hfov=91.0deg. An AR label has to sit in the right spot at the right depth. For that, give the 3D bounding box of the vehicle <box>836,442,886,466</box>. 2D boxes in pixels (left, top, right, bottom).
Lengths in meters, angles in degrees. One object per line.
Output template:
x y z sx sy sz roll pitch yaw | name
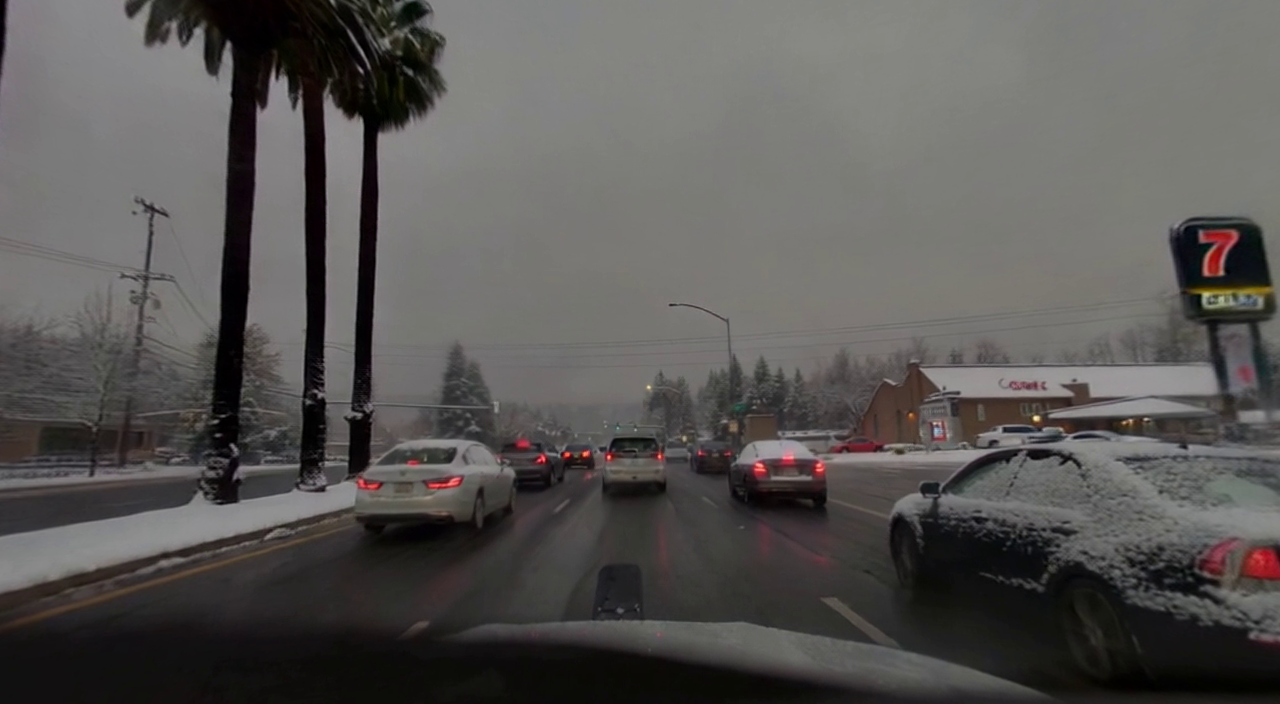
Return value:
13.741 6.365 39.338 1.833 1.392 3.588 0 -8 0 | vehicle

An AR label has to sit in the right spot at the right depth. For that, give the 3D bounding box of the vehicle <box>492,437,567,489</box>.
-3.845 3.938 22.710 1.932 1.695 4.235 0 -8 0 | vehicle

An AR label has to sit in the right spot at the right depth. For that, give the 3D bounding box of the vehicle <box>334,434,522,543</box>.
-3.347 2.209 10.898 1.864 1.505 4.202 0 -8 -1 | vehicle

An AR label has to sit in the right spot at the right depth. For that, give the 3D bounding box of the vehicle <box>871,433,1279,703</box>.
3.599 1.402 4.901 1.867 1.448 4.436 0 -8 -1 | vehicle

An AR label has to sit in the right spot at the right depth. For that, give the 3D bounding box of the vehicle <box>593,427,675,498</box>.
-0.156 3.246 18.834 2.164 1.867 4.254 0 -8 0 | vehicle

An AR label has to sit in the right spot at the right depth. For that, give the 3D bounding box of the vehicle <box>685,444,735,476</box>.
3.374 5.307 31.150 1.880 1.476 3.932 0 -8 -2 | vehicle

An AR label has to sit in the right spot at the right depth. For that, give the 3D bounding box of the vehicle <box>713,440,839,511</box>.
3.168 2.972 15.740 1.977 1.480 4.589 0 -8 -2 | vehicle
